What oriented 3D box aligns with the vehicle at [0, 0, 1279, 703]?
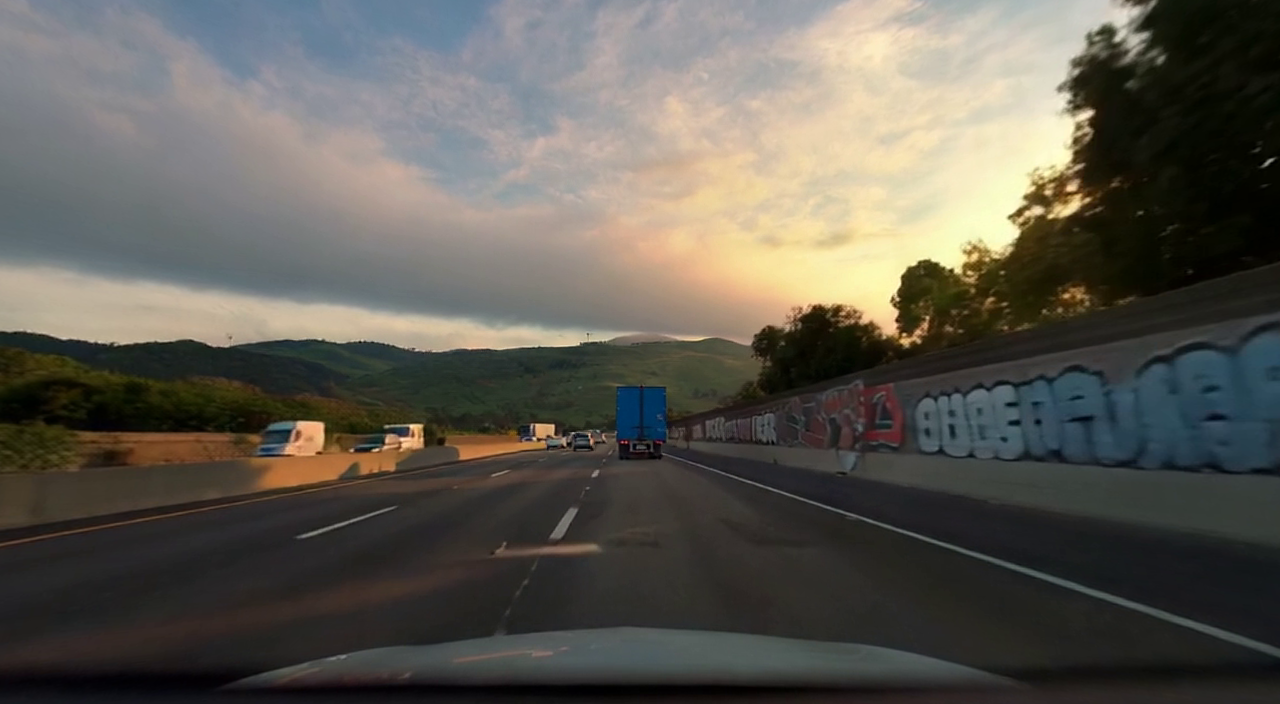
[{"bbox_3d":[-0.089,-0.100,3.972,2.880,3.798,5.927,0,-8,-4],"label":"vehicle"}]
